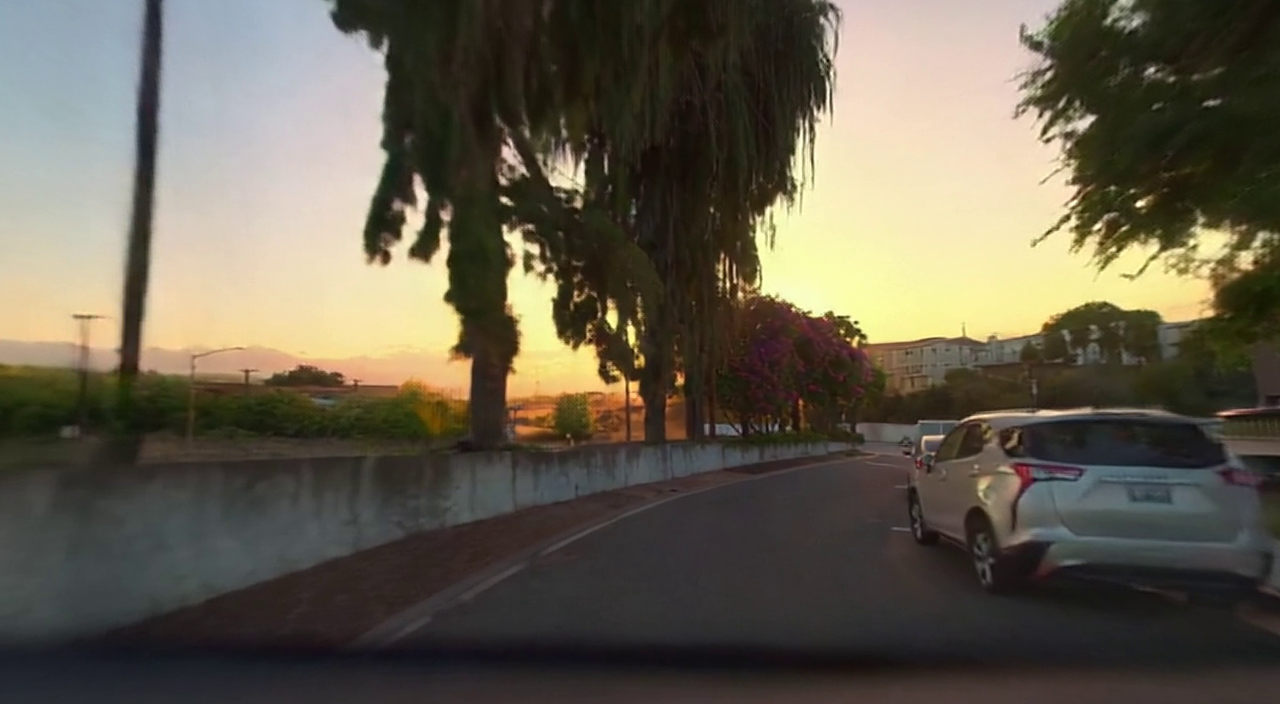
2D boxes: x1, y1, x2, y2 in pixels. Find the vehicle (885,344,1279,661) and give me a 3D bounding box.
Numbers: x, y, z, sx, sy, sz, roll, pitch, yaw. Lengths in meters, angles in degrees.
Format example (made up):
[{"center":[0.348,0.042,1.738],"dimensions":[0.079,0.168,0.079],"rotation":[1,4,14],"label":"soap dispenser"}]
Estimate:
[{"center":[4.509,1.345,6.866],"dimensions":[2.483,1.978,5.802],"rotation":[-2,-9,12],"label":"vehicle"}]
